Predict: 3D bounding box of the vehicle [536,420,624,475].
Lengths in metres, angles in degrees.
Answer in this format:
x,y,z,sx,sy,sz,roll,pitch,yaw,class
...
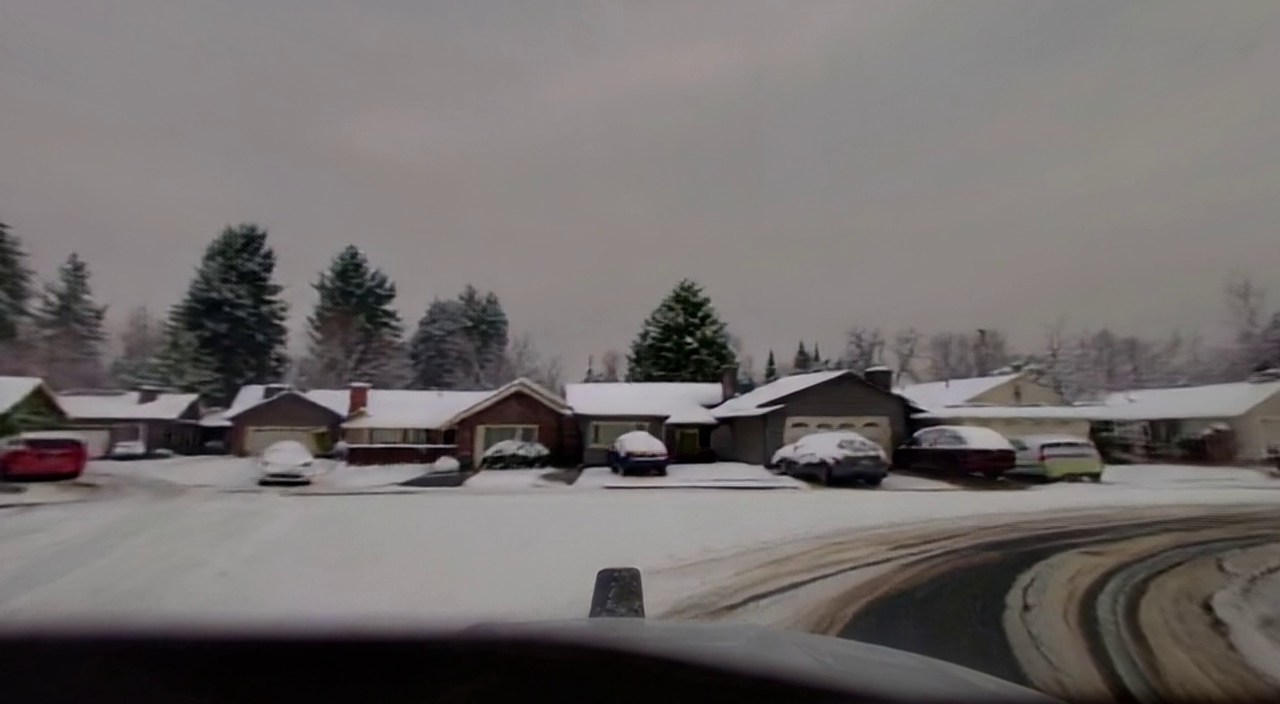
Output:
x,y,z,sx,sy,sz,roll,pitch,yaw,class
-2.635,3.995,26.259,2.455,2.018,5.271,3,-10,-18,vehicle

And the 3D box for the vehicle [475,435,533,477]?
x,y,z,sx,sy,sz,roll,pitch,yaw,class
-5.535,4.155,25.485,1.833,1.540,3.532,2,-9,-19,vehicle

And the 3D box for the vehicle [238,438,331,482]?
x,y,z,sx,sy,sz,roll,pitch,yaw,class
-13.751,4.115,24.318,1.932,1.518,4.343,8,-12,-44,vehicle

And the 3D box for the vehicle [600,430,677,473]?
x,y,z,sx,sy,sz,roll,pitch,yaw,class
-0.176,4.352,27.881,2.160,1.695,4.183,2,-9,-18,vehicle

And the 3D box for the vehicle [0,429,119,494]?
x,y,z,sx,sy,sz,roll,pitch,yaw,class
-19.216,3.406,19.950,5.096,1.824,2.305,-5,-9,27,vehicle

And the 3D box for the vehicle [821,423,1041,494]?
x,y,z,sx,sy,sz,roll,pitch,yaw,class
7.799,2.920,17.455,5.082,1.789,1.947,-2,-8,8,vehicle
